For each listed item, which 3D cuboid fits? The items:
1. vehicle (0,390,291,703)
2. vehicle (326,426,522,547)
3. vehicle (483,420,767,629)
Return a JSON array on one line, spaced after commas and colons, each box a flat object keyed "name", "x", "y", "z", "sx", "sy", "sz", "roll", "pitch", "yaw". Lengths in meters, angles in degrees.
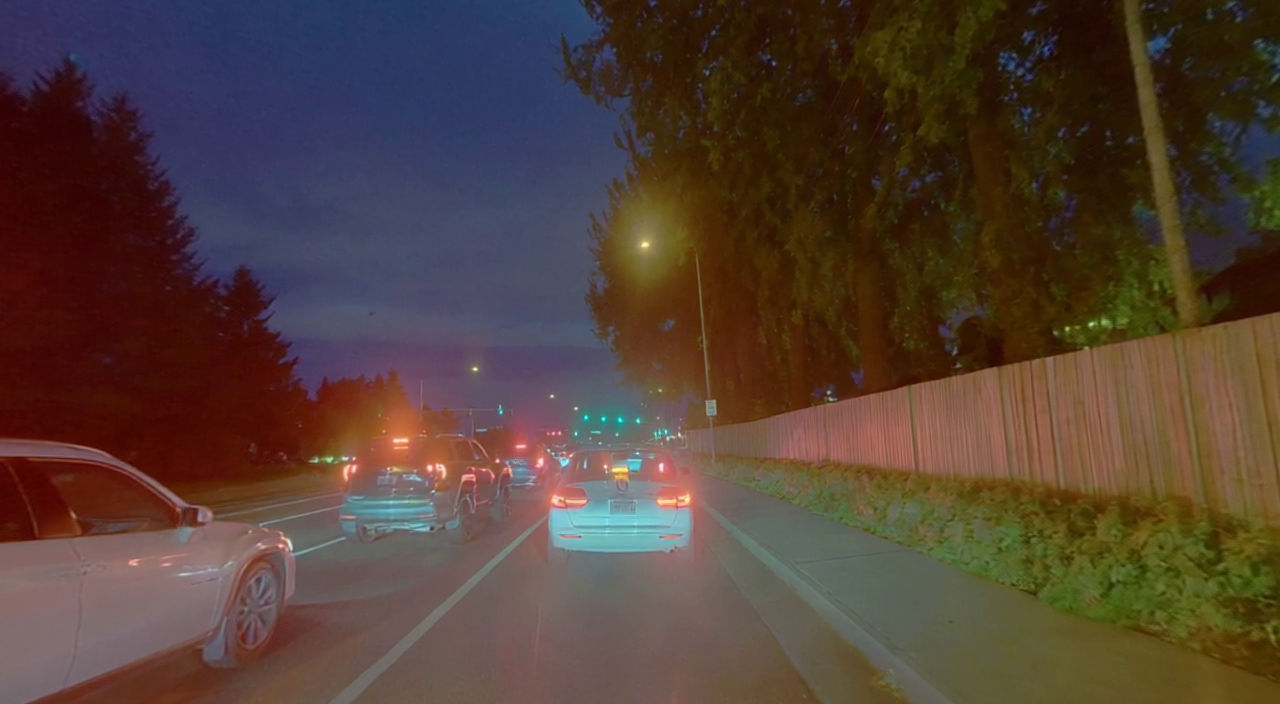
[{"name": "vehicle", "x": -3.188, "y": 0.812, "z": 1.577, "sx": 1.980, "sy": 1.520, "sz": 4.636, "roll": 0, "pitch": -8, "yaw": 0}, {"name": "vehicle", "x": -3.222, "y": 2.062, "z": 10.256, "sx": 1.850, "sy": 1.582, "sz": 3.688, "roll": 0, "pitch": -8, "yaw": 0}, {"name": "vehicle", "x": -0.135, "y": 1.506, "z": 6.441, "sx": 1.995, "sy": 1.460, "sz": 3.865, "roll": 0, "pitch": -8, "yaw": -1}]
